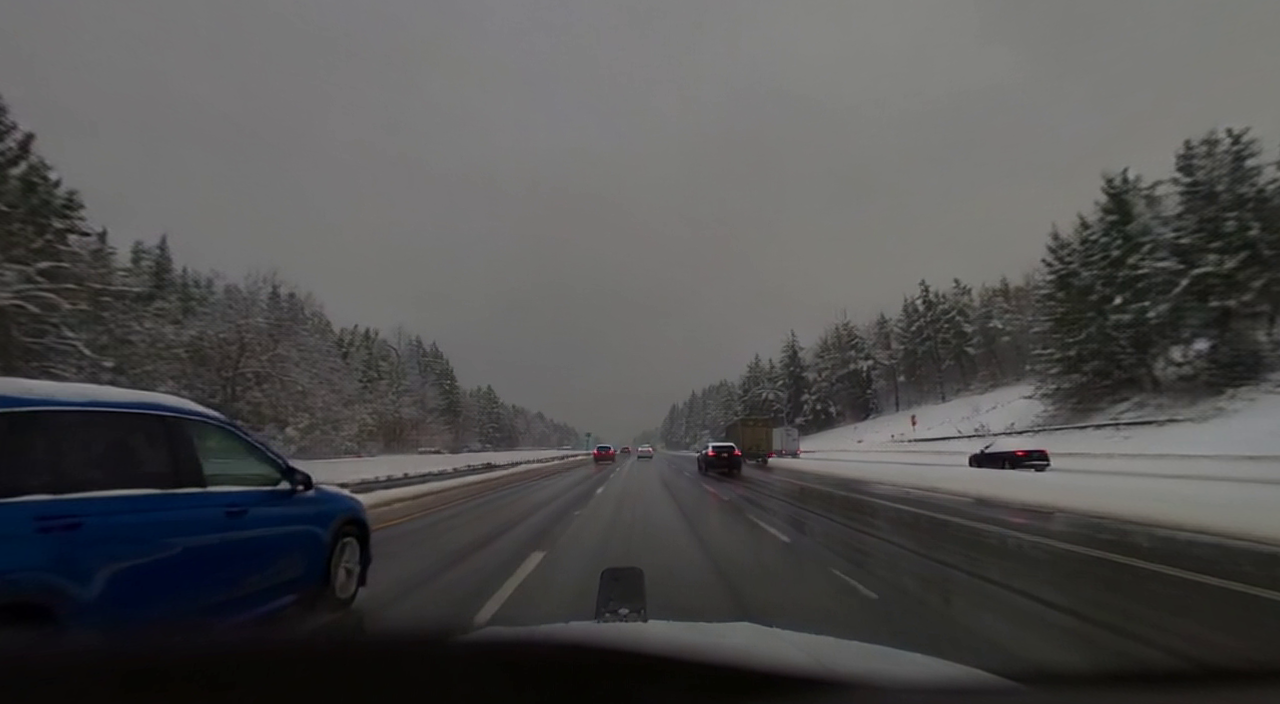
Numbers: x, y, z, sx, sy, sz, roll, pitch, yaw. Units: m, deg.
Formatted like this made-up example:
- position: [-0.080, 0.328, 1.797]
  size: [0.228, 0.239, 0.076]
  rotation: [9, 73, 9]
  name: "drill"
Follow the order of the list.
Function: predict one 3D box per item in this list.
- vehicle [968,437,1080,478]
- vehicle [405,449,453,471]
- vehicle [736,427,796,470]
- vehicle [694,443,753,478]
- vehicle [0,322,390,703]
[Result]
- position: [20.669, 5.685, 34.360]
  size: [2.221, 1.995, 5.803]
  rotation: [0, -9, -3]
  name: "vehicle"
- position: [-15.648, 8.022, 47.064]
  size: [1.962, 1.475, 4.521]
  rotation: [0, -9, 1]
  name: "vehicle"
- position: [8.055, 6.252, 40.907]
  size: [2.729, 2.628, 4.875]
  rotation: [0, -9, -2]
  name: "vehicle"
- position: [3.800, 5.044, 29.567]
  size: [2.080, 1.493, 4.674]
  rotation: [0, -9, -1]
  name: "vehicle"
- position: [-3.438, 0.899, 3.083]
  size: [2.218, 1.764, 5.229]
  rotation: [0, -9, 1]
  name: "vehicle"
